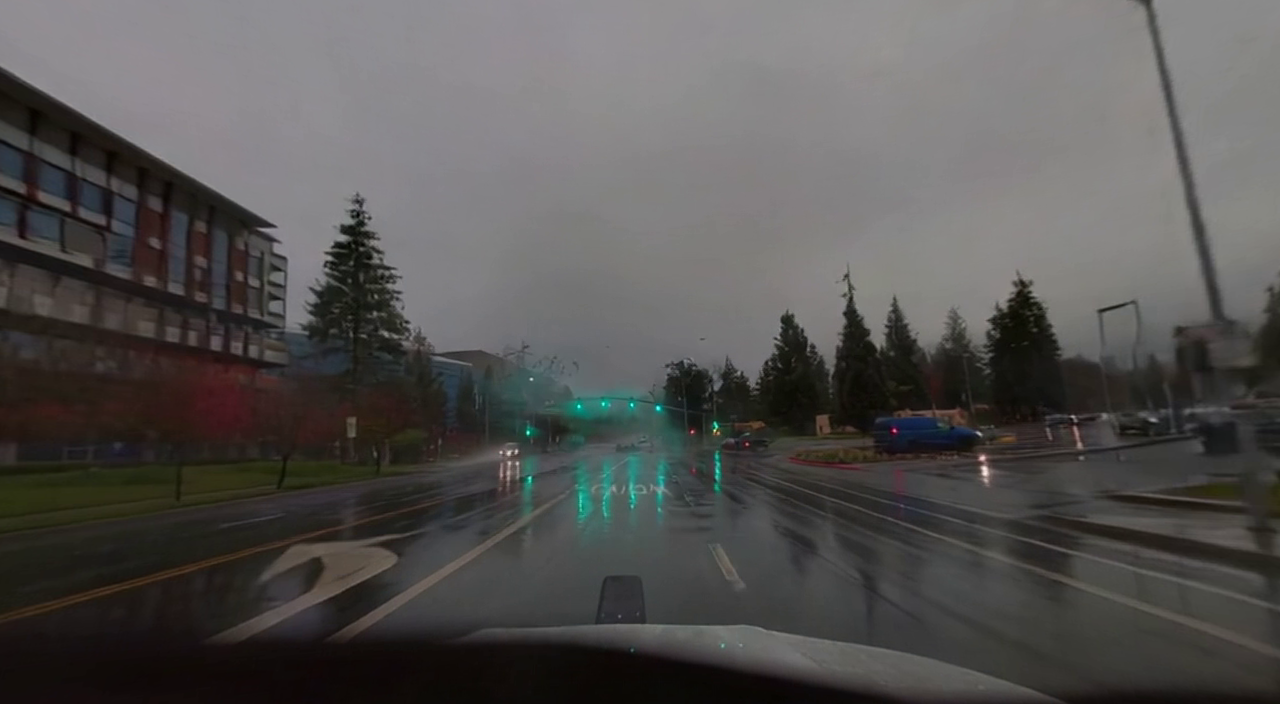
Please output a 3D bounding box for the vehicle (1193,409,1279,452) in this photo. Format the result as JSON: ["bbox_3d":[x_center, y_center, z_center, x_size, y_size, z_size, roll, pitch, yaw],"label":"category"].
[{"bbox_3d":[24.003,2.972,23.627,1.943,1.531,4.579,1,-8,-8],"label":"vehicle"}]

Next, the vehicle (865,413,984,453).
[{"bbox_3d":[16.015,4.618,35.723,5.546,2.117,2.443,0,-8,0],"label":"vehicle"}]
